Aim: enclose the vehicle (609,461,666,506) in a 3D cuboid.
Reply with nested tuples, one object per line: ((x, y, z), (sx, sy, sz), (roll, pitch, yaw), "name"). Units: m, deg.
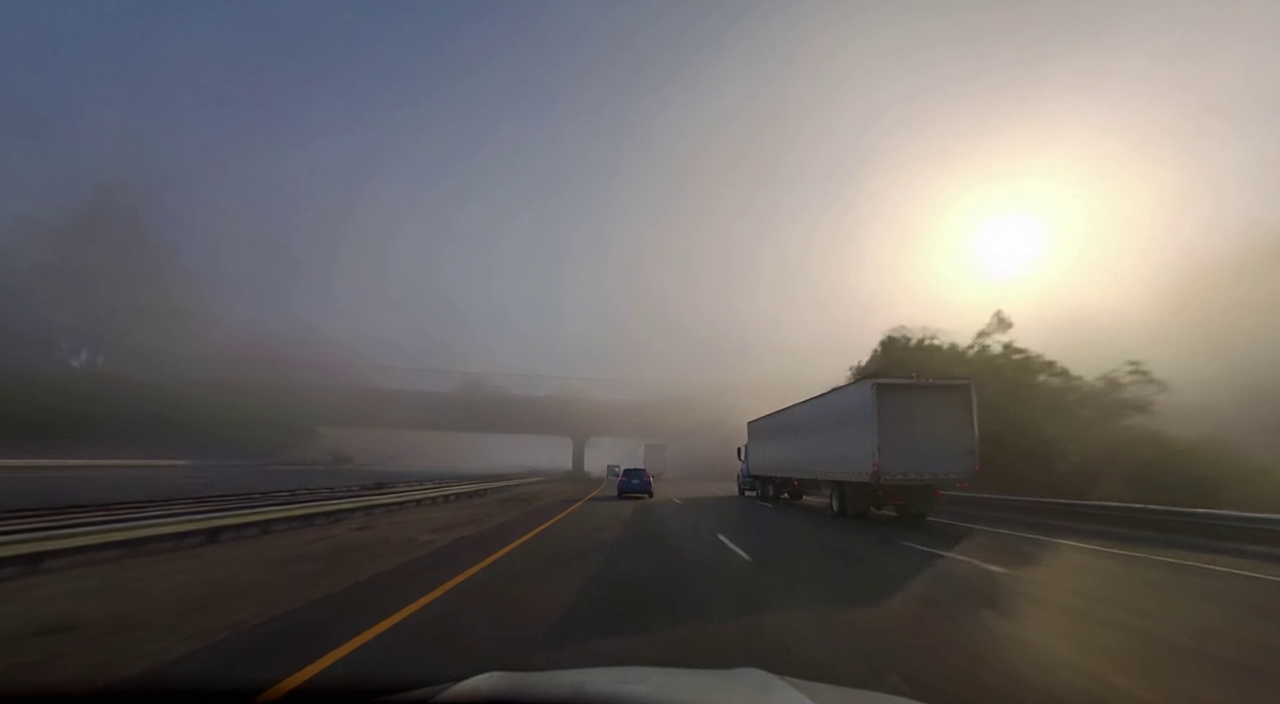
((-0.094, 5.116, 24.704), (2.067, 1.552, 3.601), (1, -11, -1), "vehicle")

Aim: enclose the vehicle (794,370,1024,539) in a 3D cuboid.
((6.922, 2.984, 18.032), (2.839, 3.684, 8.091), (1, -11, -1), "vehicle")
